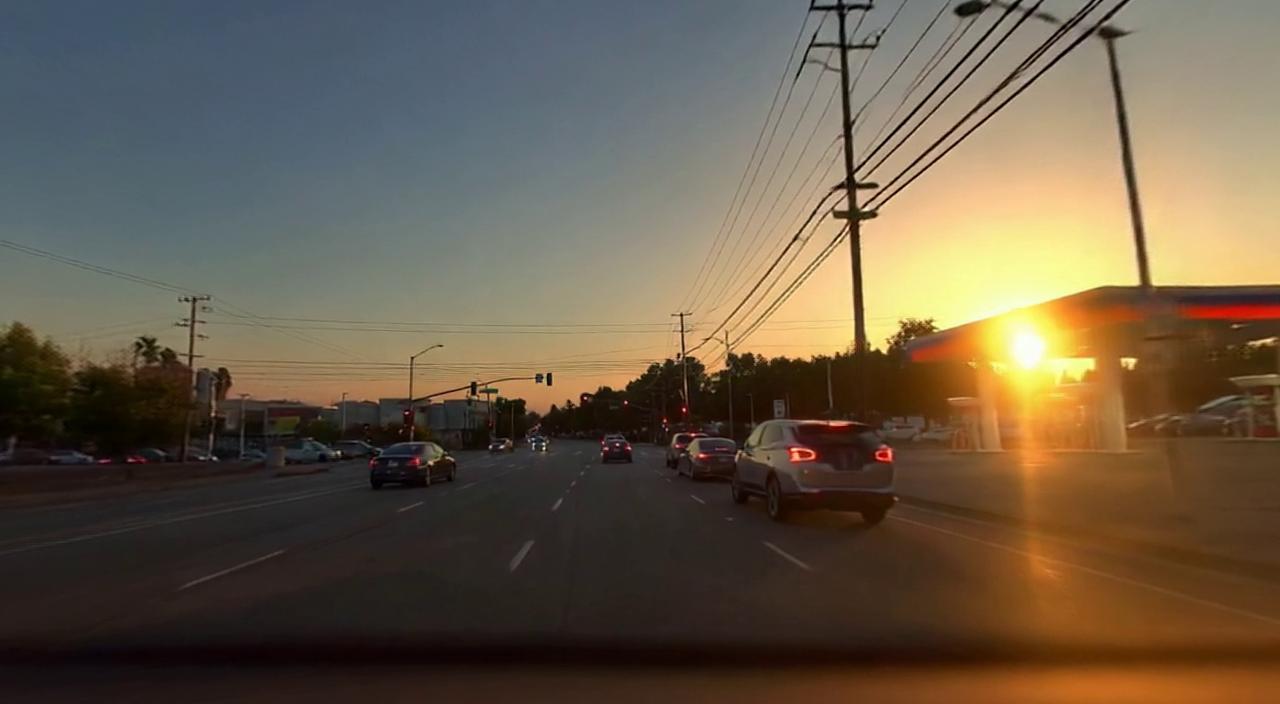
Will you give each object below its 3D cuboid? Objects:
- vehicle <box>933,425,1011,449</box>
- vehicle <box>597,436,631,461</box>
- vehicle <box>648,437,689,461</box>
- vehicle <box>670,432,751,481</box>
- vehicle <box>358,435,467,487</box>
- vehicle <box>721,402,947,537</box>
[{"bbox_3d":[22.521,5.830,43.095,1.934,1.570,5.073,1,-9,-10],"label":"vehicle"},{"bbox_3d":[-1.662,6.123,40.100,2.065,1.484,3.894,0,-8,-3],"label":"vehicle"},{"bbox_3d":[1.762,6.211,40.458,2.208,1.436,4.542,0,-8,-3],"label":"vehicle"},{"bbox_3d":[2.292,3.548,21.663,1.945,1.470,4.363,0,-8,-4],"label":"vehicle"},{"bbox_3d":[-7.070,3.421,20.184,2.075,1.470,4.190,0,-8,-3],"label":"vehicle"},{"bbox_3d":[2.990,1.966,11.196,2.124,1.824,4.973,0,-8,-4],"label":"vehicle"}]
